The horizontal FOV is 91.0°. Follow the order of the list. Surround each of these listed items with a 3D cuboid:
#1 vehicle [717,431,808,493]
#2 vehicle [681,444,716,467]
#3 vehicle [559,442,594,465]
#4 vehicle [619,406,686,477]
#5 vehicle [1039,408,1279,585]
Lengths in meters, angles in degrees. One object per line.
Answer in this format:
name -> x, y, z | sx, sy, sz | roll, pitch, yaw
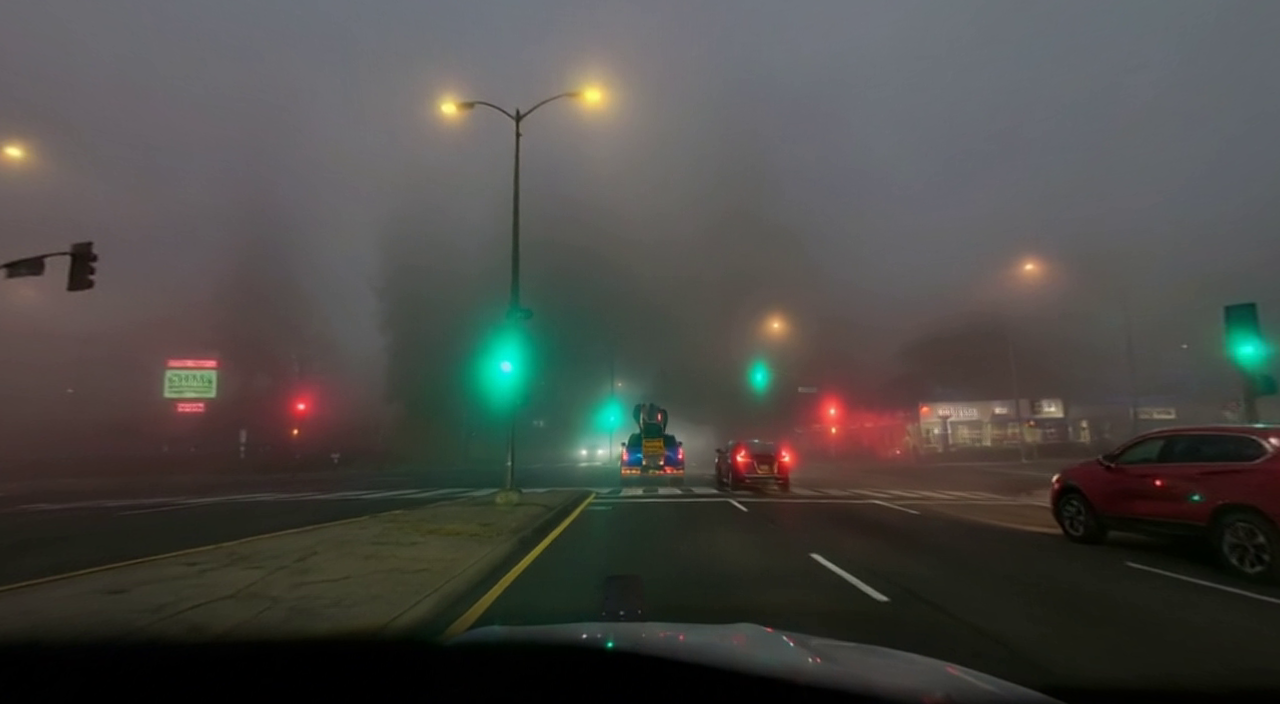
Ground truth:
vehicle -> 3.764, 3.472, 20.210 | 2.025, 1.754, 4.311 | 0, -8, 0
vehicle -> 3.976, 7.129, 43.499 | 1.967, 1.515, 4.378 | 0, -8, -1
vehicle -> -4.372, 7.077, 43.918 | 2.001, 1.518, 4.316 | 0, -8, -1
vehicle -> 0.457, 3.456, 24.312 | 2.370, 2.518, 3.858 | 0, -8, 1
vehicle -> 7.167, 1.596, 7.436 | 1.982, 1.698, 4.408 | 0, -8, 0
